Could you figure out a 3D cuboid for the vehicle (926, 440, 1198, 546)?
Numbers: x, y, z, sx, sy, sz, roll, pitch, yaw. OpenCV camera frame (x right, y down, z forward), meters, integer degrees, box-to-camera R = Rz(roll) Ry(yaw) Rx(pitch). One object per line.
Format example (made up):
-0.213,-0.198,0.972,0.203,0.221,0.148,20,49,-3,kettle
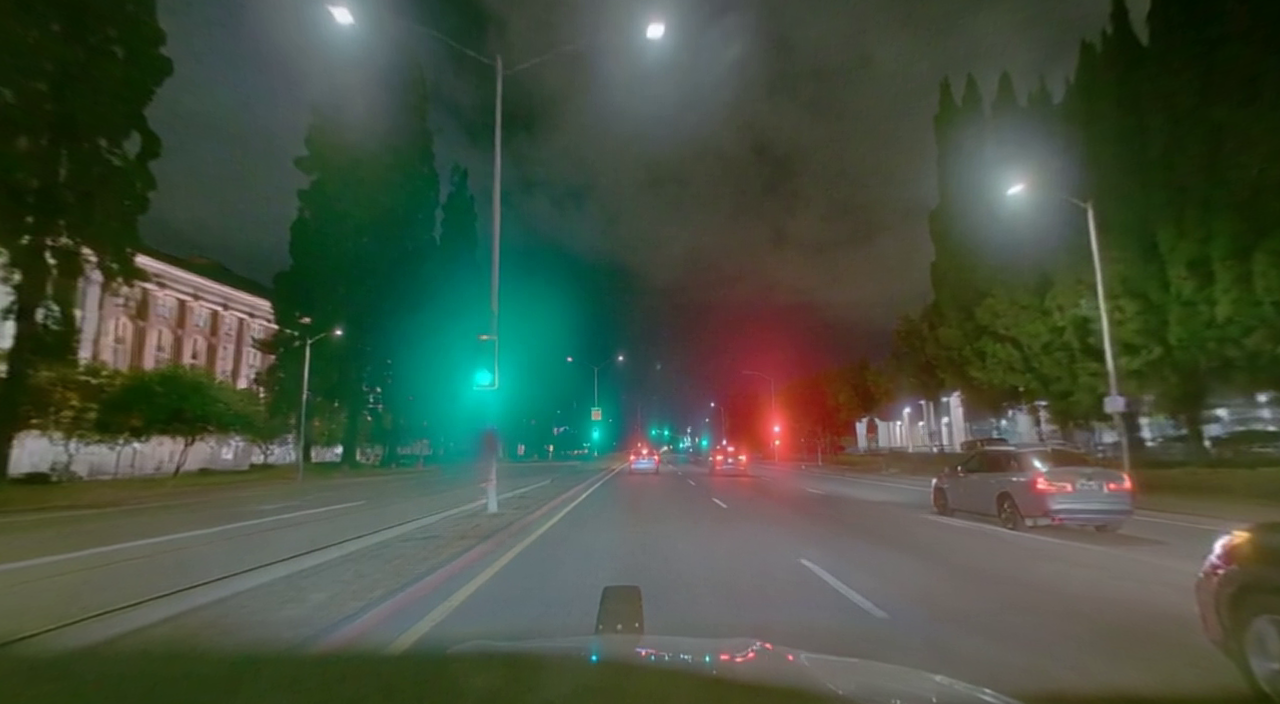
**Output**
7.025,2.360,11.234,1.868,1.472,4.274,1,-9,0,vehicle

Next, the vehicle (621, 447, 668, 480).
0.216,5.253,29.951,2.054,1.446,3.969,0,-9,1,vehicle

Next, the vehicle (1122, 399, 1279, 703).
3.791,0.809,1.693,1.937,1.538,3.832,0,-9,0,vehicle

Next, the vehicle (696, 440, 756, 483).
3.784,4.917,28.650,2.036,1.757,4.300,0,-9,-1,vehicle
